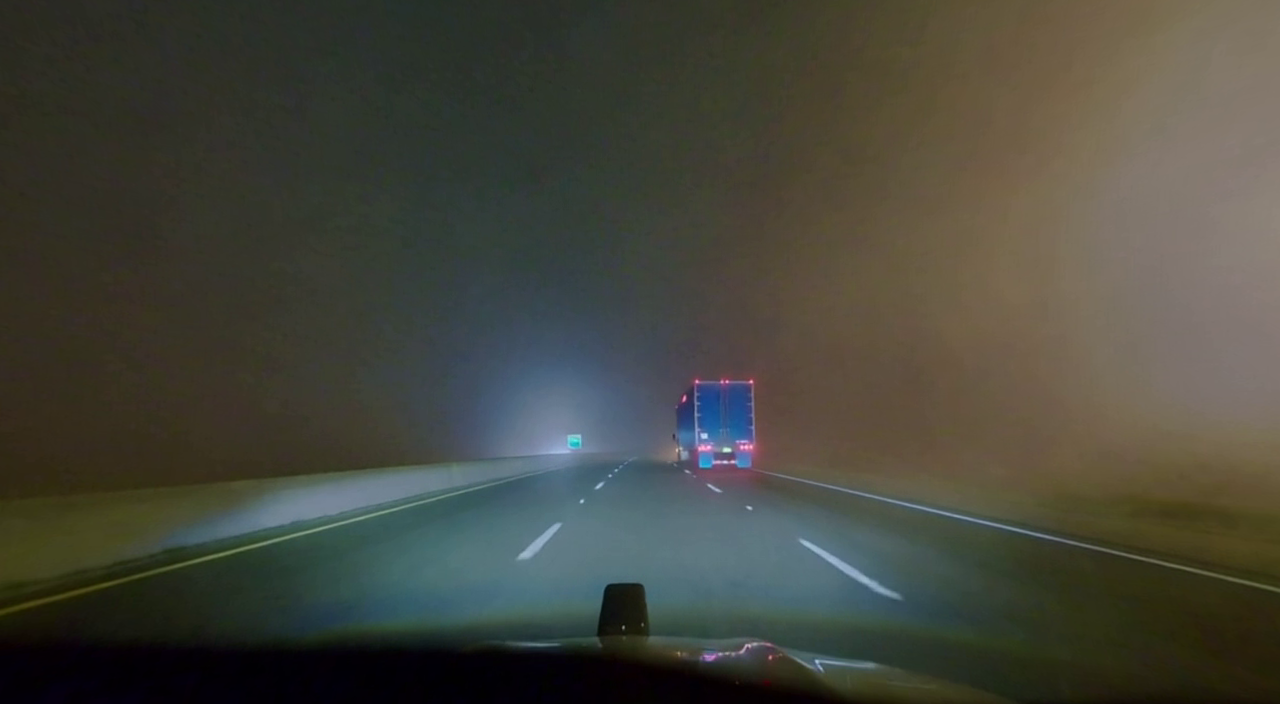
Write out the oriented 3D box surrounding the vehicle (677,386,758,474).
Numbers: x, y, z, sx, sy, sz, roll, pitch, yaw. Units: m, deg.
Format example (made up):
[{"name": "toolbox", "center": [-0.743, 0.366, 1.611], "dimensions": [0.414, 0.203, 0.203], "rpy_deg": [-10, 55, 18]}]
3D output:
[{"name": "vehicle", "center": [4.063, 4.733, 36.783], "dimensions": [2.933, 4.100, 14.317], "rpy_deg": [0, -9, 0]}]
